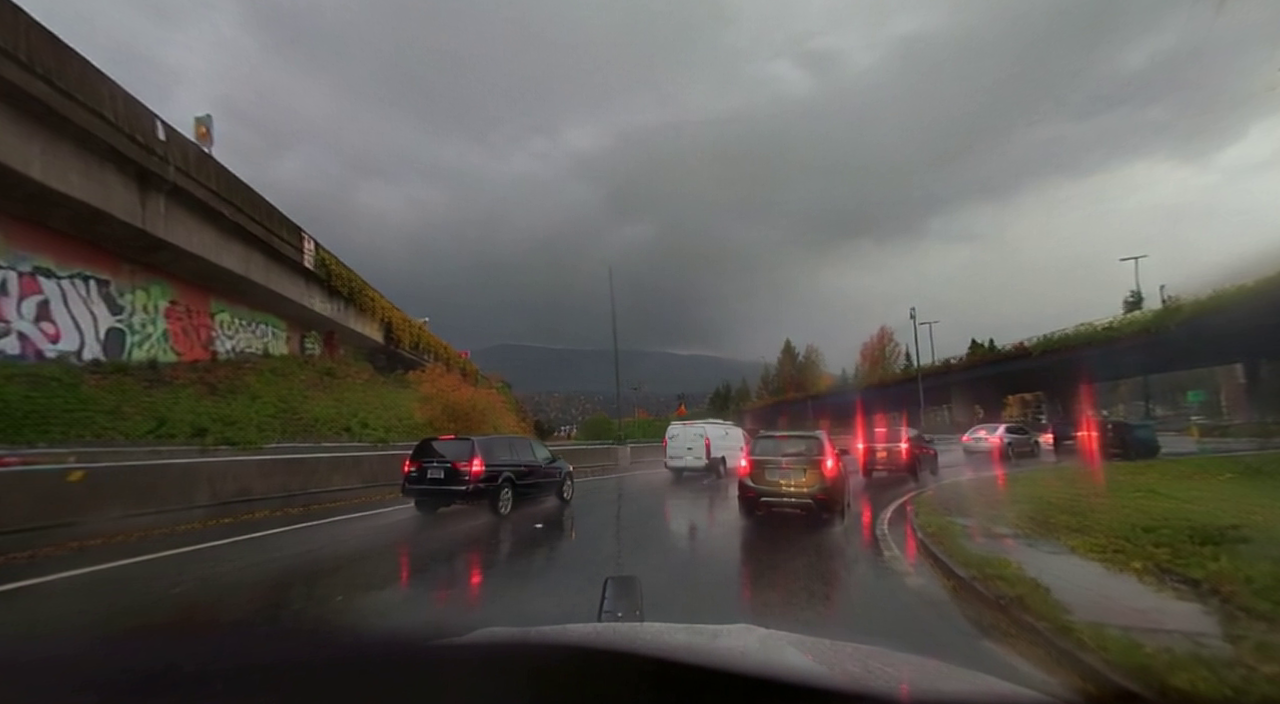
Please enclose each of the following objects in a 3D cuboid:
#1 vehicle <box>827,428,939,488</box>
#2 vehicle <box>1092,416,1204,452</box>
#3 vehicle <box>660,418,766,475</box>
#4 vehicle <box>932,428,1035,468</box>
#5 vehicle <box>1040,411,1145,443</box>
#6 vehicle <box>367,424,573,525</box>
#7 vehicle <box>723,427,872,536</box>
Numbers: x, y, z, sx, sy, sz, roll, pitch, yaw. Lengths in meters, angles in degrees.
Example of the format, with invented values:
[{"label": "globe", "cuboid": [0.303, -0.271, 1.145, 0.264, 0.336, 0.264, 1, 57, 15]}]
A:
[{"label": "vehicle", "cuboid": [7.233, 3.081, 18.413, 1.830, 1.519, 4.253, -7, -11, 37]}, {"label": "vehicle", "cuboid": [22.523, 3.677, 27.805, 3.934, 1.485, 1.763, 3, -10, -15]}, {"label": "vehicle", "cuboid": [2.656, 3.358, 22.243, 1.835, 1.825, 4.005, -8, -11, 39]}, {"label": "vehicle", "cuboid": [13.546, 3.768, 24.664, 3.902, 1.446, 1.780, 5, -11, -33]}, {"label": "vehicle", "cuboid": [24.109, 4.036, 33.447, 4.309, 1.613, 1.909, 1, -9, -10]}, {"label": "vehicle", "cuboid": [-2.959, 2.259, 12.015, 1.921, 1.554, 4.081, -3, -9, 16]}, {"label": "vehicle", "cuboid": [2.900, 2.147, 10.921, 2.064, 1.515, 3.722, -4, -9, 20]}]
